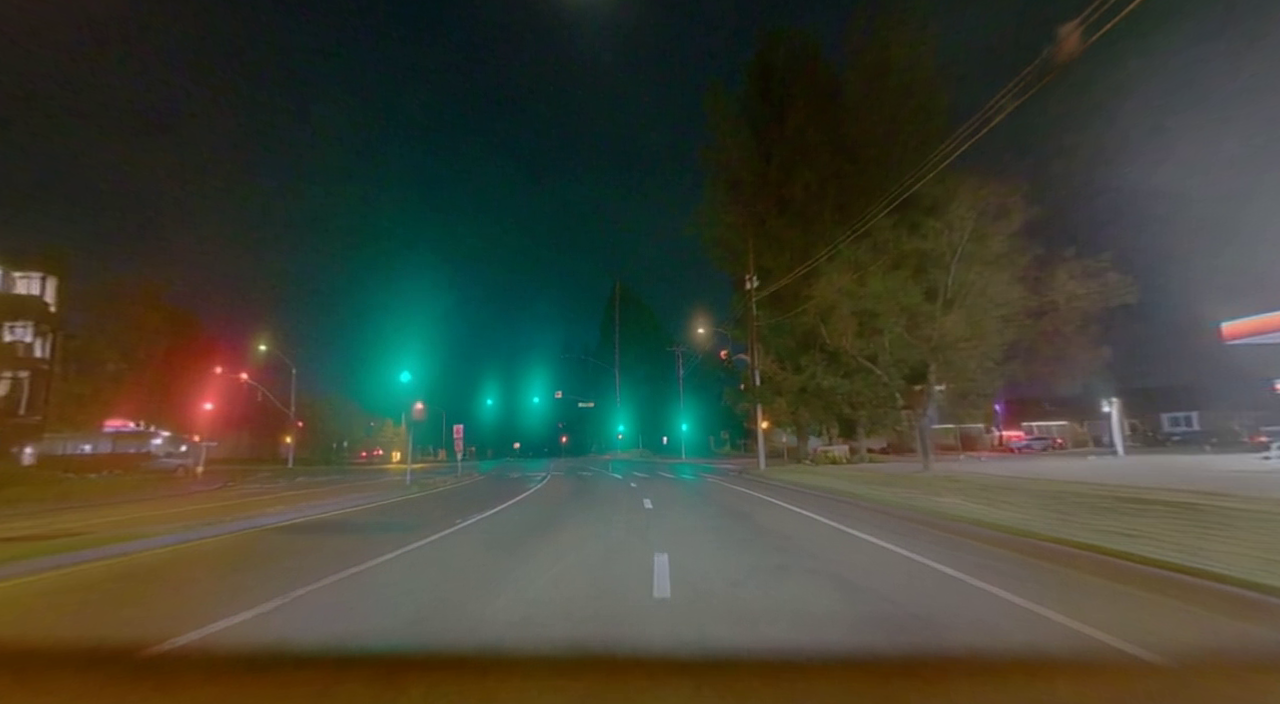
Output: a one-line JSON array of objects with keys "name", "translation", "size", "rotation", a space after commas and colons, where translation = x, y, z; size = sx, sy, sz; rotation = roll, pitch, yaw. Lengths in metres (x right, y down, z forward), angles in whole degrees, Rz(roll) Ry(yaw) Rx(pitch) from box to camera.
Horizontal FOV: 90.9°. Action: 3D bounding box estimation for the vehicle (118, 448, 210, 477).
[{"name": "vehicle", "translation": [-30.831, 7.146, 40.865], "size": [4.559, 1.608, 1.961], "rotation": [-2, -7, 6]}]
